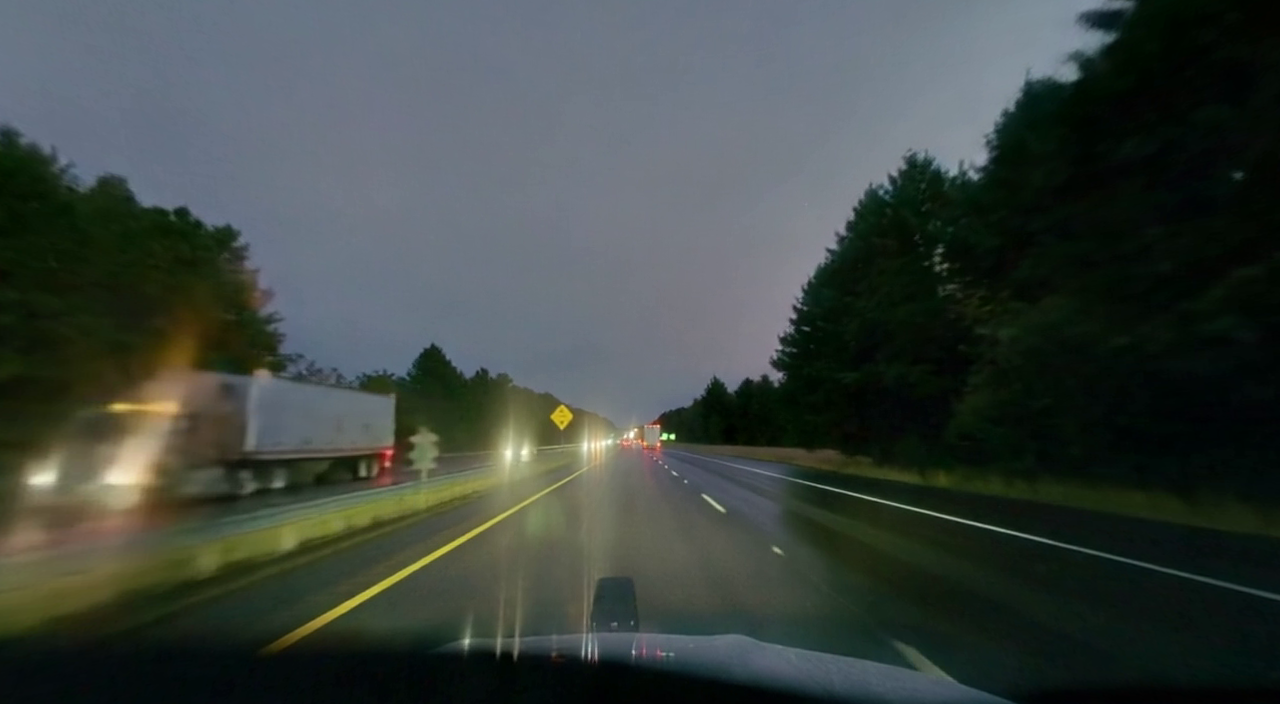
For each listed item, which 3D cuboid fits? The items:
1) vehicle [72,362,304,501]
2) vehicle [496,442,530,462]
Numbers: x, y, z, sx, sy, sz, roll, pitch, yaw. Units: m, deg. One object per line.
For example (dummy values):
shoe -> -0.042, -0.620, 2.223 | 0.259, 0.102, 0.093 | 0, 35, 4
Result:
vehicle -> -13.970, 2.578, 20.249 | 3.005, 3.778, 5.807 | 0, -8, -1
vehicle -> -9.890, 7.804, 49.255 | 1.812, 1.460, 4.228 | 0, -8, -1
